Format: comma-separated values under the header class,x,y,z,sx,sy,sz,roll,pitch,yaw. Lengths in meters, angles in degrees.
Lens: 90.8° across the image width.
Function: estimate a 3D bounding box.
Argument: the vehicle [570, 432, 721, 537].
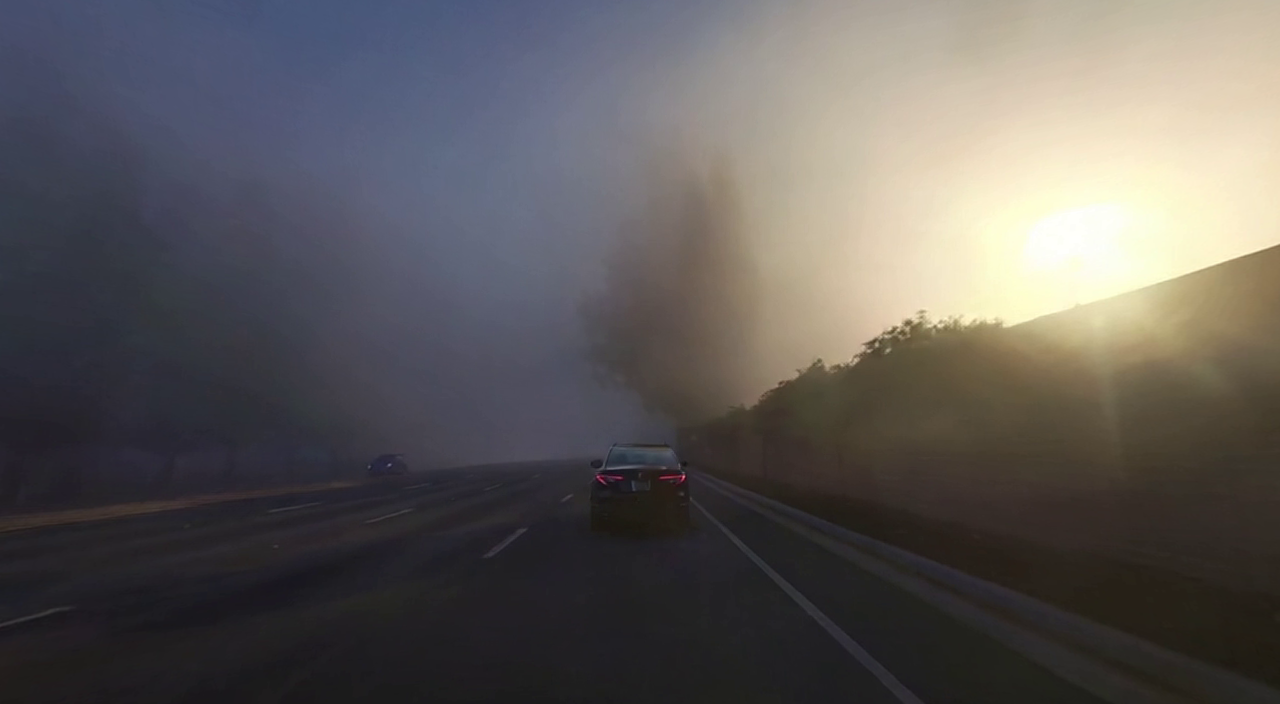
class,x,y,z,sx,sy,sz,roll,pitch,yaw
vehicle,0.063,2.254,11.415,2.205,1.509,4.272,0,-8,-1
